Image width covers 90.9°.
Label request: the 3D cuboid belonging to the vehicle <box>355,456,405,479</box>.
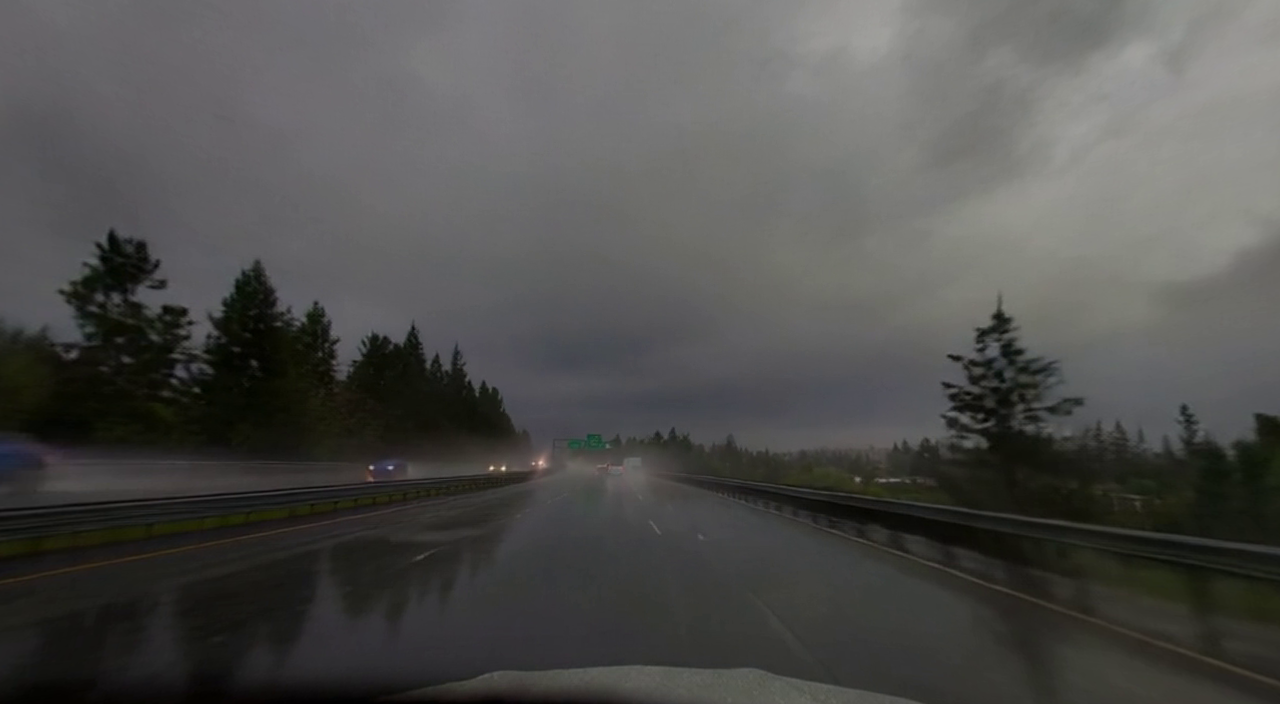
[{"bbox_3d":[-18.984,8.477,46.232,1.874,1.601,4.334,1,-11,-1],"label":"vehicle"}]
